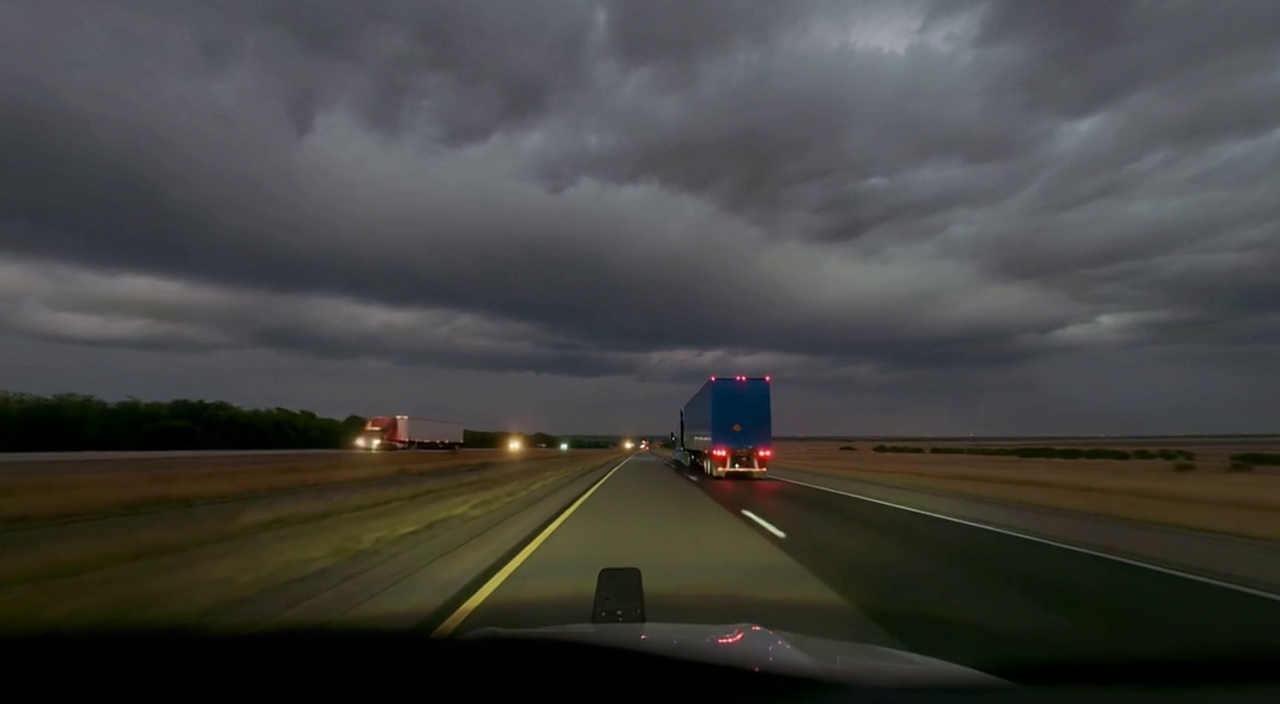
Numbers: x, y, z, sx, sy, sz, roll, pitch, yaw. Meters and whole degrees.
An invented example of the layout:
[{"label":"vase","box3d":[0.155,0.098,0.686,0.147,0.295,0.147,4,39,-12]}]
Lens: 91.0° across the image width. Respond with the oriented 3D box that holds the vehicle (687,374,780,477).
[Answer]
[{"label":"vehicle","box3d":[4.268,3.953,32.124,2.818,4.206,12.987,0,-9,0]}]
